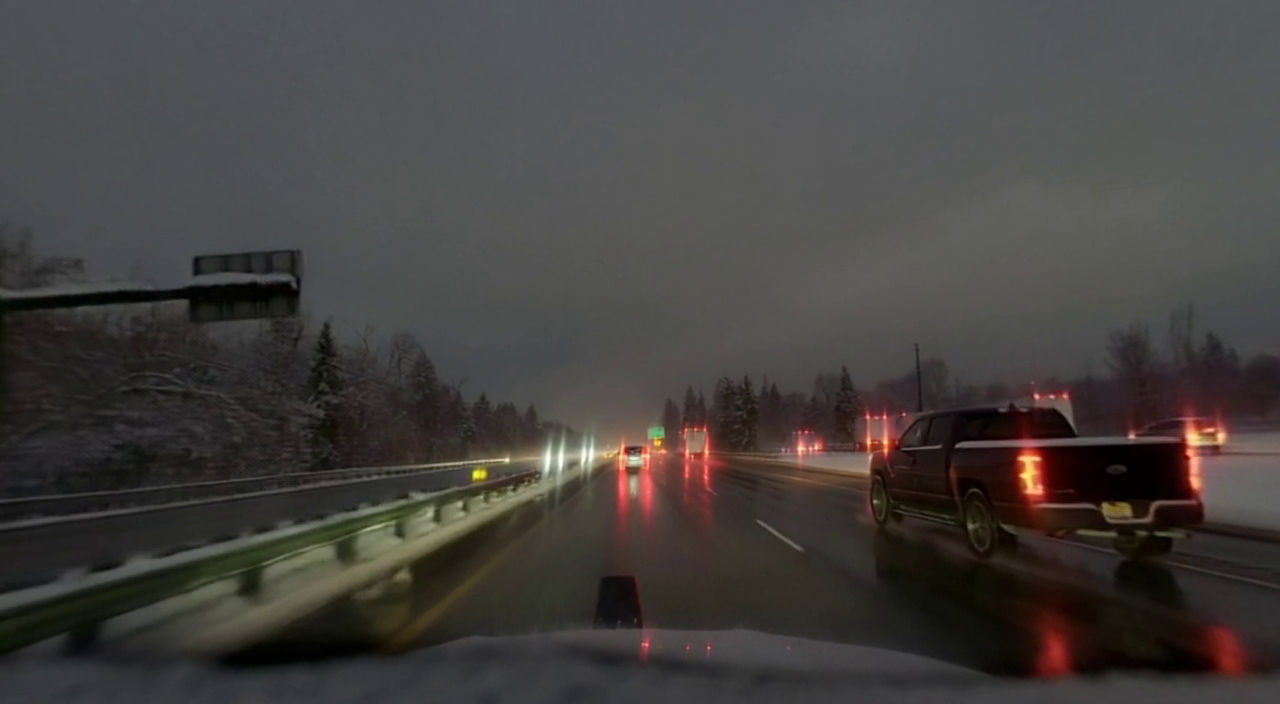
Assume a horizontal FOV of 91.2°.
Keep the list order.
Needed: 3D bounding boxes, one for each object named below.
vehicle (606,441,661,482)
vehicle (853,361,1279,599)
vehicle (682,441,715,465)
[{"bbox_3d":[-0.257,4.360,25.179,2.029,1.483,3.769,0,-9,0],"label":"vehicle"},{"bbox_3d":[4.593,1.409,7.621,2.261,1.952,4.784,0,-9,0],"label":"vehicle"},{"bbox_3d":[4.060,7.066,44.068,1.936,1.589,3.915,0,-9,-1],"label":"vehicle"}]
